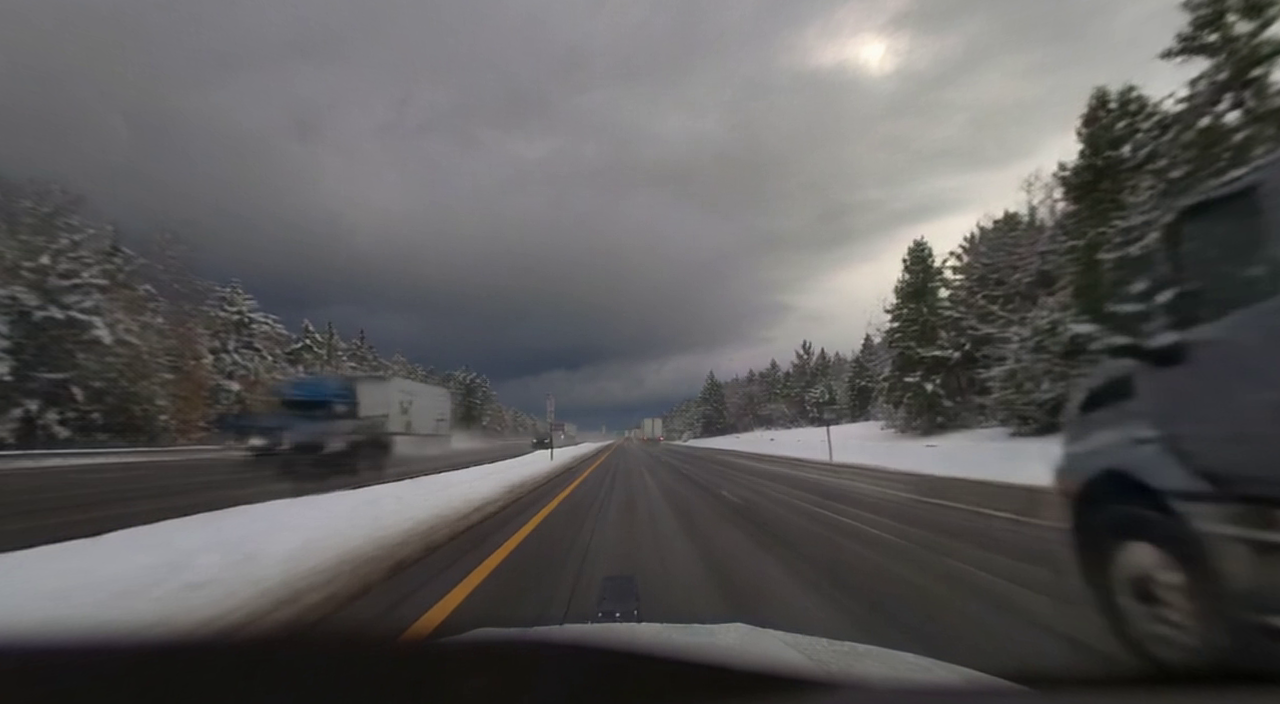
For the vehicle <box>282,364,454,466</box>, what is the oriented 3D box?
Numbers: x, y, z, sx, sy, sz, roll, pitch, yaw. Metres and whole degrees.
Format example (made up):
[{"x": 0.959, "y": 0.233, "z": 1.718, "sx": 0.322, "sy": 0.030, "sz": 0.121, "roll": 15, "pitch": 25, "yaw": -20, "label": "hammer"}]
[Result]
[{"x": -13.136, "y": 3.504, "z": 32.814, "sx": 2.913, "sy": 4.132, "sz": 14.438, "roll": 0, "pitch": -8, "yaw": -1, "label": "vehicle"}]
